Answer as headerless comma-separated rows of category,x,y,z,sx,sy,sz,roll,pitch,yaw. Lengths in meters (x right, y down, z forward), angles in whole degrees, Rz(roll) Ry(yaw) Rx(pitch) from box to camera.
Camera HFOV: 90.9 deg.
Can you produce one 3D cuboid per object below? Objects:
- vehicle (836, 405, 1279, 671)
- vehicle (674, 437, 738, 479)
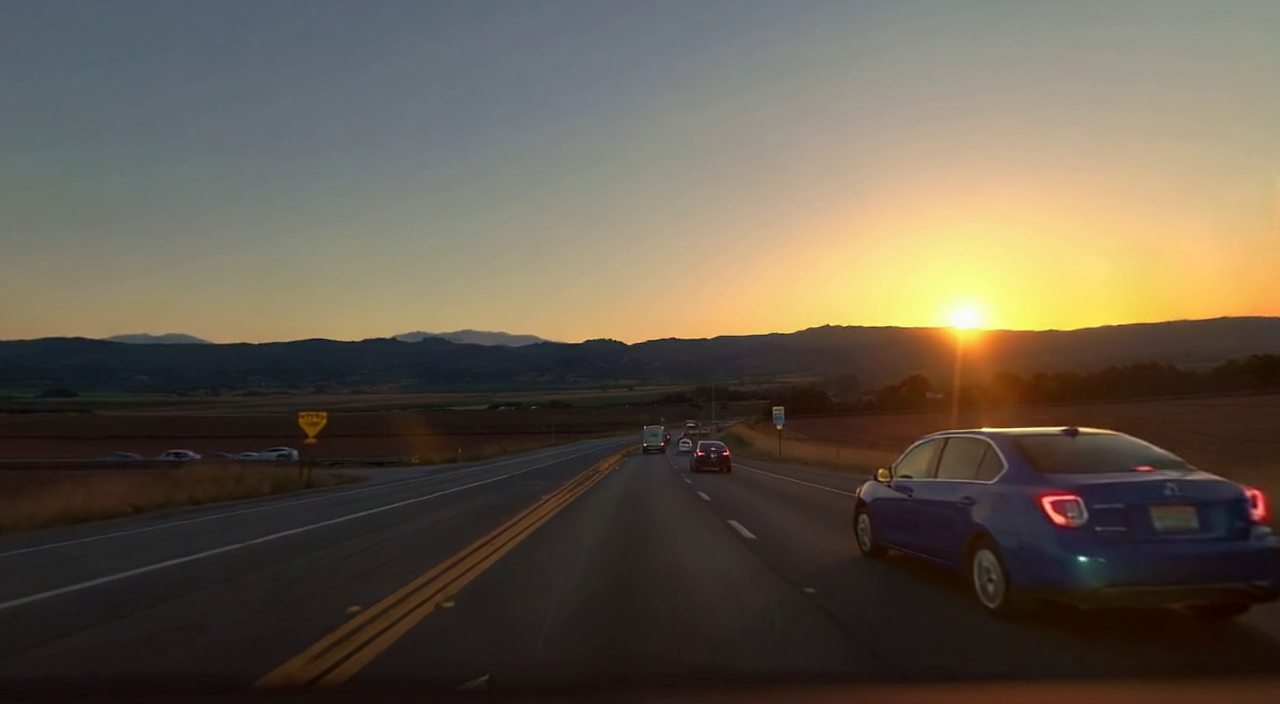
vehicle,3.434,1.376,5.722,2.007,1.534,3.976,0,-8,0
vehicle,2.564,4.243,25.539,2.026,1.531,4.273,0,-8,-2
